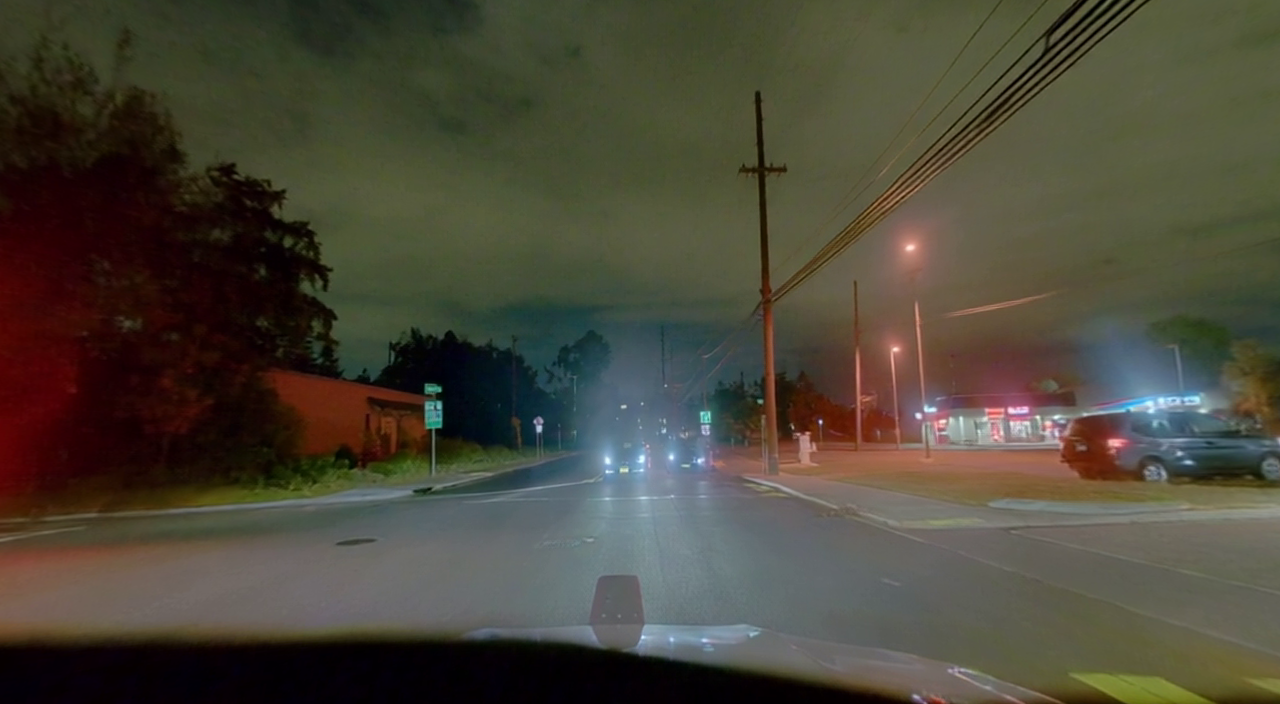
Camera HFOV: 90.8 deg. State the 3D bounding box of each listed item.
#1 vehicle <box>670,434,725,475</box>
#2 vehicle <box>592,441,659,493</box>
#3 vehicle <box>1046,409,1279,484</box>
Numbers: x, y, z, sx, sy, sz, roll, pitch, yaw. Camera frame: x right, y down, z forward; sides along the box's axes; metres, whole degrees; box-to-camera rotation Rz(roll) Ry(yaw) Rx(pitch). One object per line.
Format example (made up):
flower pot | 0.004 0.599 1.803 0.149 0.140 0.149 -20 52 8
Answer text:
vehicle | 2.899 5.248 32.580 2.553 1.868 5.536 -1 -8 4
vehicle | -0.533 3.513 19.702 1.874 1.427 3.976 0 -9 -4
vehicle | 13.352 2.418 16.118 4.518 1.764 2.014 -1 -9 2
